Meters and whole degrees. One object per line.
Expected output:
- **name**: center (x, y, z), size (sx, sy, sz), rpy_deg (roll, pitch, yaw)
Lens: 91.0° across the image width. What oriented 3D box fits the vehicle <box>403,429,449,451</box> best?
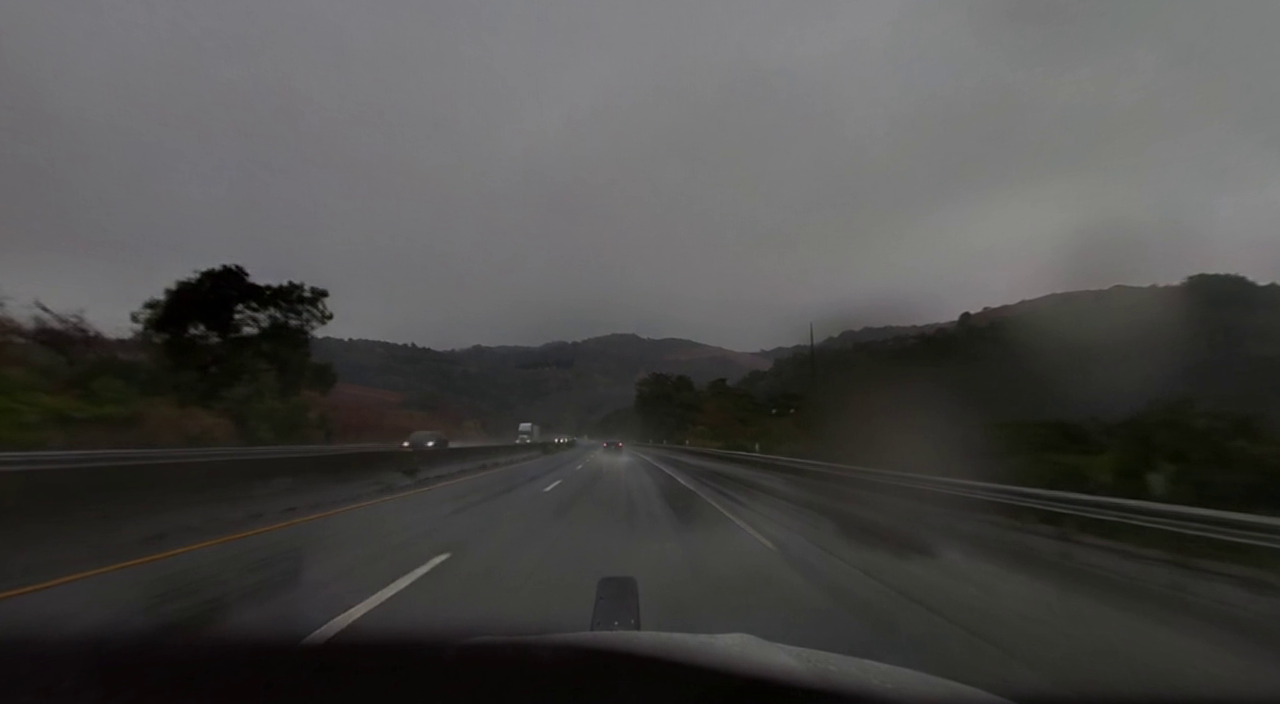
- **vehicle**: center (-16.550, 6.859, 48.846), size (2.017, 1.612, 4.487), rpy_deg (0, -8, 0)
